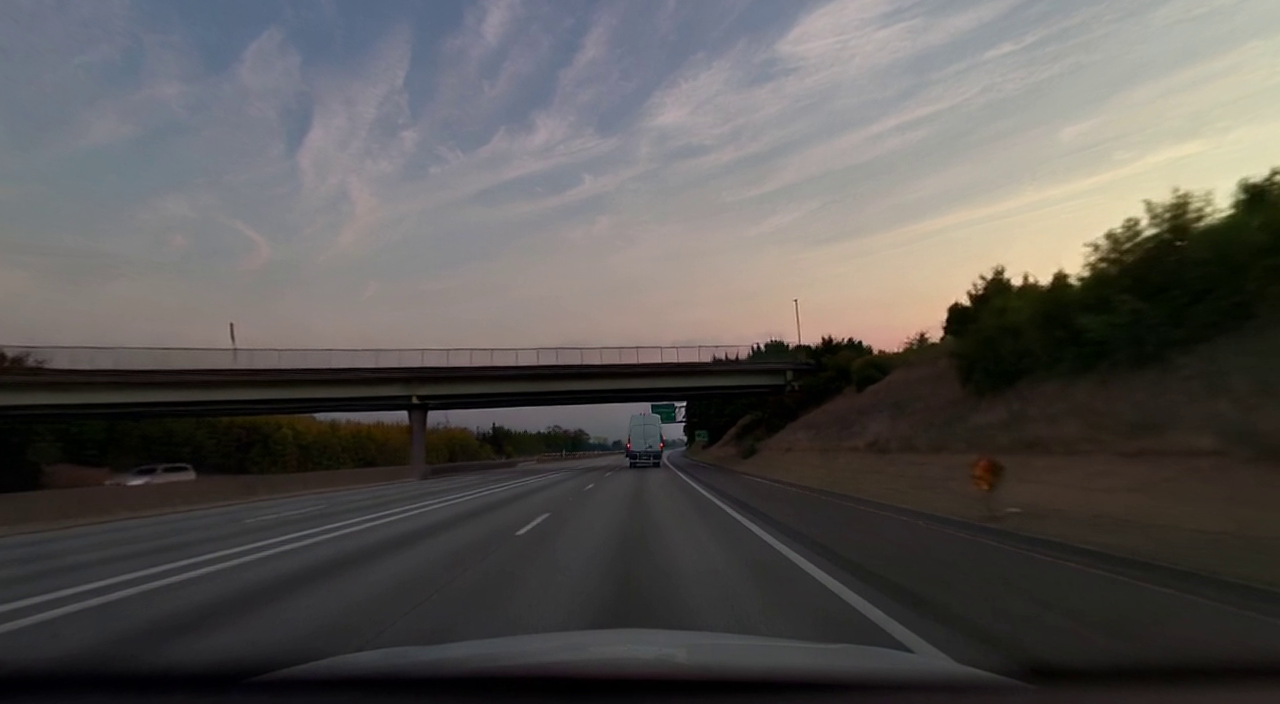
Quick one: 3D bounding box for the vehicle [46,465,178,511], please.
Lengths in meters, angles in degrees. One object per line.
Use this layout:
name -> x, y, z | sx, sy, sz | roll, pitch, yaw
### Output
vehicle -> -24.185, 6.208, 29.201 | 1.923, 1.822, 4.735 | -1, -9, 1
